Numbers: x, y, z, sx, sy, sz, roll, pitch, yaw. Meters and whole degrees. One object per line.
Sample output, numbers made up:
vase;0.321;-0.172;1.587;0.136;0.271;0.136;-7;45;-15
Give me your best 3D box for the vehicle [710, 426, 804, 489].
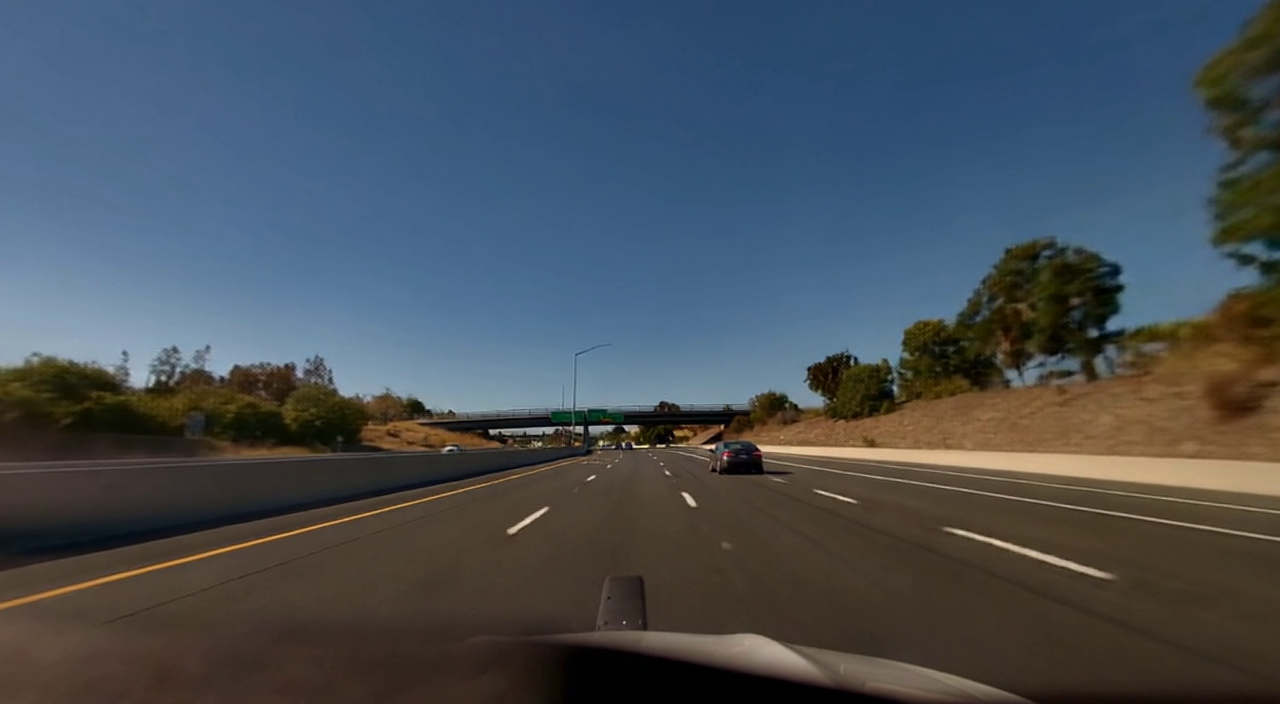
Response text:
vehicle;3.519;3.287;19.980;2.039;1.701;4.834;0;-8;0
